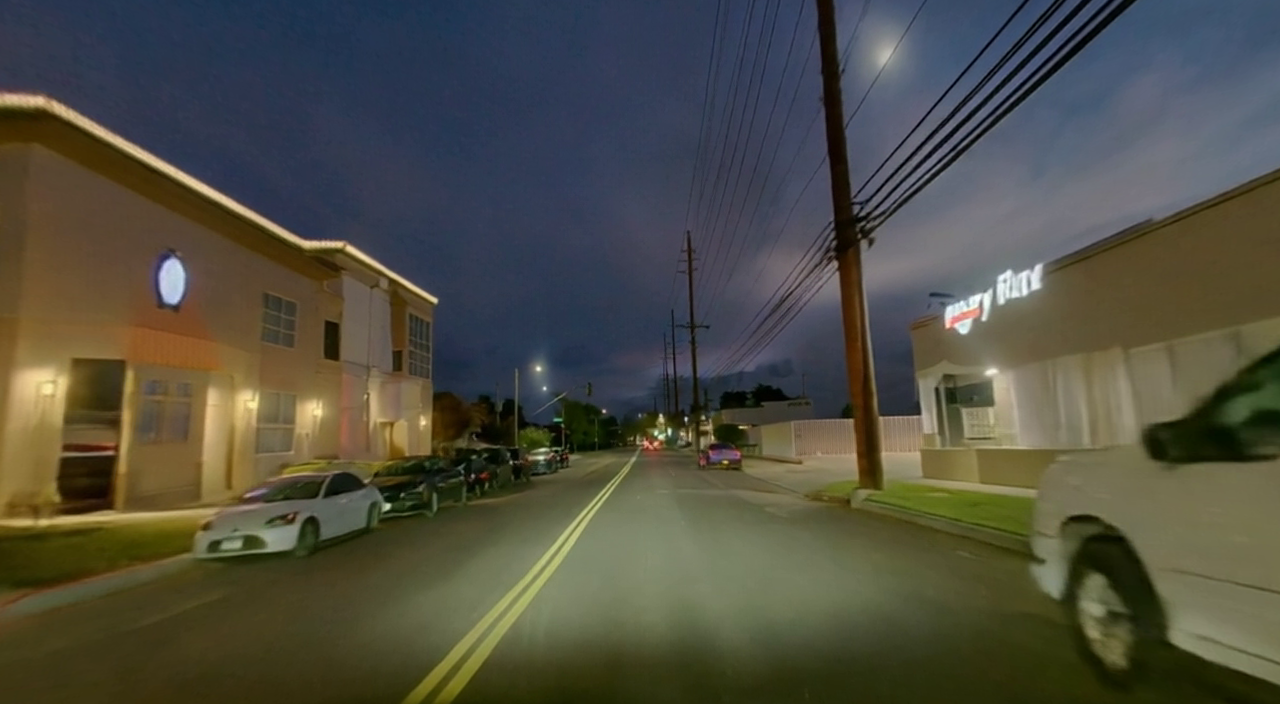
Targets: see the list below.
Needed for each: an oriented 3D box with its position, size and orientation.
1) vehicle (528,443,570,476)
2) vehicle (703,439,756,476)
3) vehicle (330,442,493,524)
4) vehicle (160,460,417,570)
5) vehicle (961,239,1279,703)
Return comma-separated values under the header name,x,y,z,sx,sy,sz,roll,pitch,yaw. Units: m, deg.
name,x,y,z,sx,sy,sz,roll,pitch,yaw
vehicle,-5.641,6.701,39.623,2.126,1.864,4.831,0,-8,-2
vehicle,4.092,4.910,29.635,1.948,1.607,4.873,0,-8,2
vehicle,-5.766,3.344,16.849,2.286,1.836,5.088,-1,-8,2
vehicle,-5.922,2.757,11.476,1.982,1.453,4.577,0,-8,1
vehicle,3.556,0.530,1.372,2.485,2.123,6.029,0,-8,0
